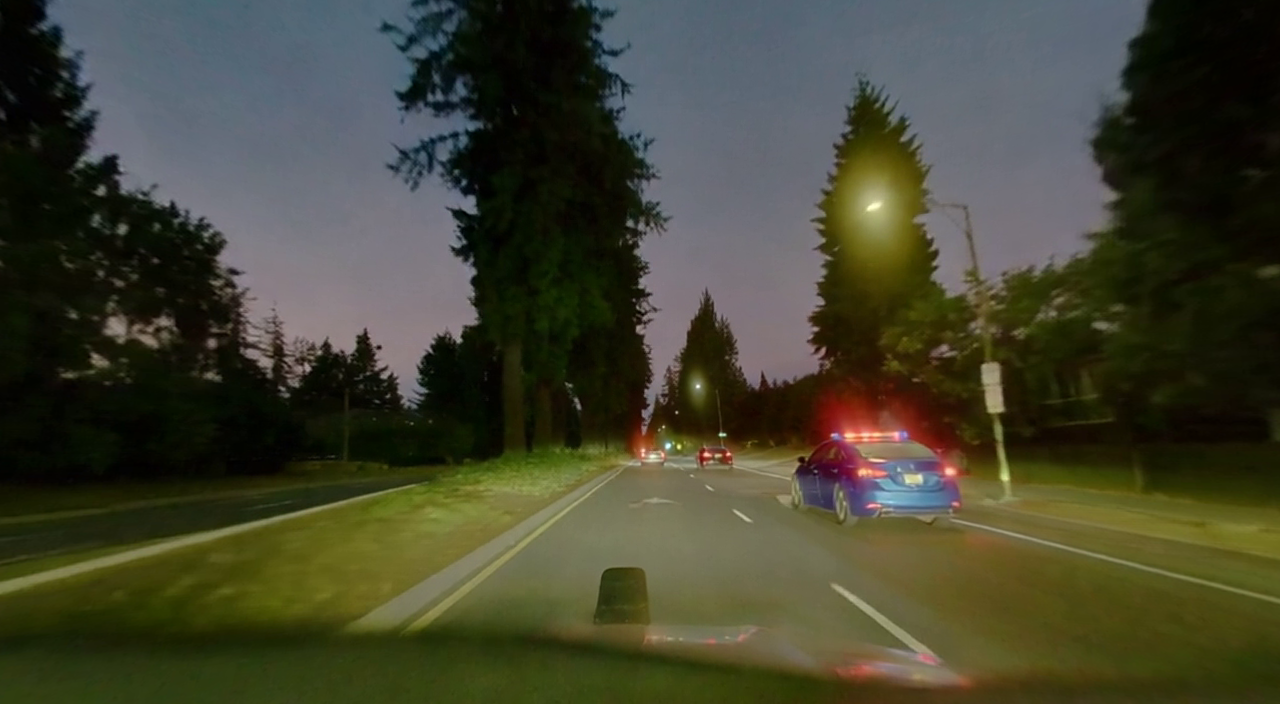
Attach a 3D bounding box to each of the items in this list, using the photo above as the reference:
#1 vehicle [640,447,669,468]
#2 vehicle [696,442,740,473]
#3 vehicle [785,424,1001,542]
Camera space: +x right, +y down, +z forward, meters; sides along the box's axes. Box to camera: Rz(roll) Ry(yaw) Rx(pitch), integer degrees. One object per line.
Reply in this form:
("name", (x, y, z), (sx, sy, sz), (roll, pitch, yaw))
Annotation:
("vehicle", (1.043, 7.751, 46.454), (2.026, 1.466, 4.282), (0, -8, 1))
("vehicle", (4.561, 6.224, 37.405), (2.110, 1.666, 3.912), (0, -8, 0))
("vehicle", (4.038, 2.145, 10.983), (2.052, 1.639, 4.123), (0, -8, 0))
